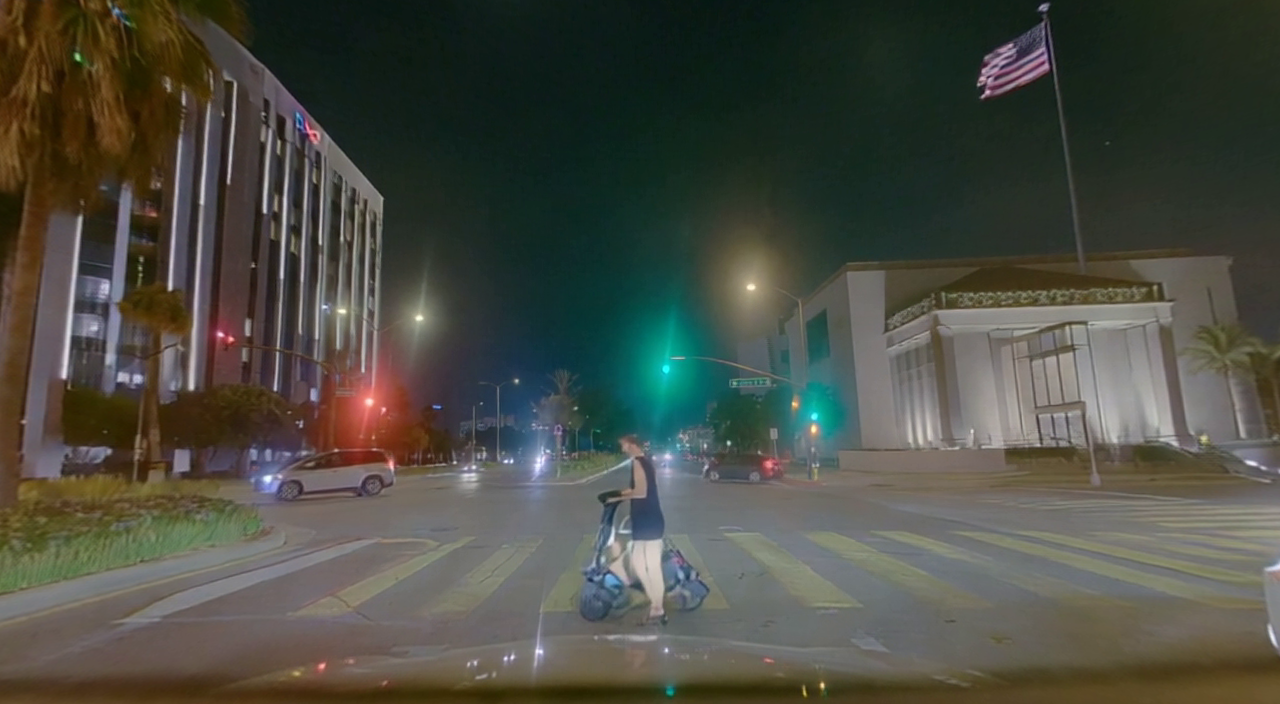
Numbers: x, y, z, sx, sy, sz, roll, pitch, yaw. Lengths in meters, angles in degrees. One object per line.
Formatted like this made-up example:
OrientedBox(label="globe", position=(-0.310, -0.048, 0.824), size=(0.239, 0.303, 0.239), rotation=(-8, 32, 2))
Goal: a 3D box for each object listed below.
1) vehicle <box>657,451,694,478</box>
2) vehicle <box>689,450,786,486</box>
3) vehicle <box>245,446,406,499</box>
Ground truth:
OrientedBox(label="vehicle", position=(2.572, 8.290, 46.891), size=(2.325, 1.810, 4.827), rotation=(0, -8, -1))
OrientedBox(label="vehicle", position=(4.468, 5.364, 29.539), size=(2.000, 1.525, 4.273), rotation=(6, -10, -36))
OrientedBox(label="vehicle", position=(-10.319, 3.959, 21.146), size=(4.499, 1.594, 1.898), rotation=(3, -9, -18))
